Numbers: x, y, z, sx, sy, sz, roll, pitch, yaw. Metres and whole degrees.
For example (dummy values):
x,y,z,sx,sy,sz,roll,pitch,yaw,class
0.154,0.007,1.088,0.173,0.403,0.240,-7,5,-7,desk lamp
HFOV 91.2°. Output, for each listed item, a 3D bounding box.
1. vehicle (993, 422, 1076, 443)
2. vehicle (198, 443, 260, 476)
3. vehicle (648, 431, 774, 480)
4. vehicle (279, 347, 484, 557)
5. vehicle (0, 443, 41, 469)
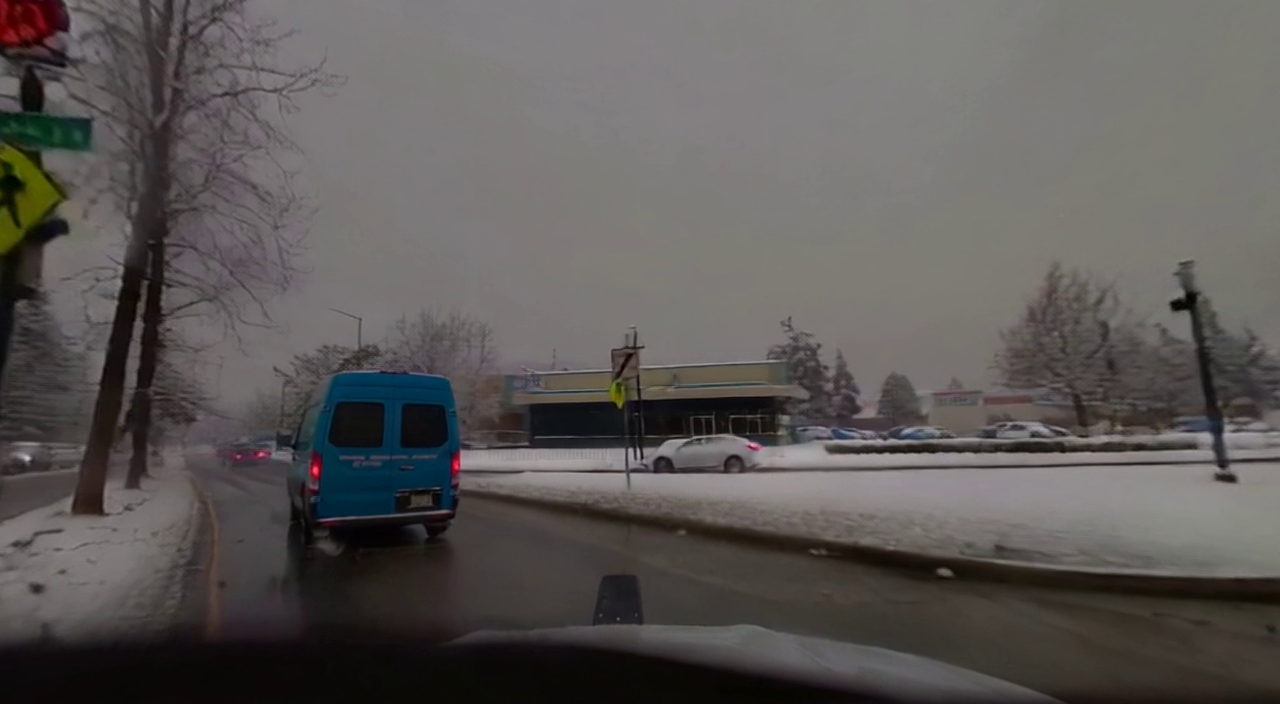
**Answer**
x,y,z,sx,sy,sz,roll,pitch,yaw,class
30.024,6.186,47.813,2.003,1.520,4.883,6,-11,-34,vehicle
-20.656,5.352,31.382,1.933,1.533,4.457,8,-11,-40,vehicle
2.442,3.552,21.621,4.109,1.592,2.008,-1,-9,8,vehicle
-4.772,1.693,10.954,2.432,2.624,5.670,5,-10,-29,vehicle
-42.633,7.025,42.451,1.938,1.688,4.523,6,-10,-32,vehicle
